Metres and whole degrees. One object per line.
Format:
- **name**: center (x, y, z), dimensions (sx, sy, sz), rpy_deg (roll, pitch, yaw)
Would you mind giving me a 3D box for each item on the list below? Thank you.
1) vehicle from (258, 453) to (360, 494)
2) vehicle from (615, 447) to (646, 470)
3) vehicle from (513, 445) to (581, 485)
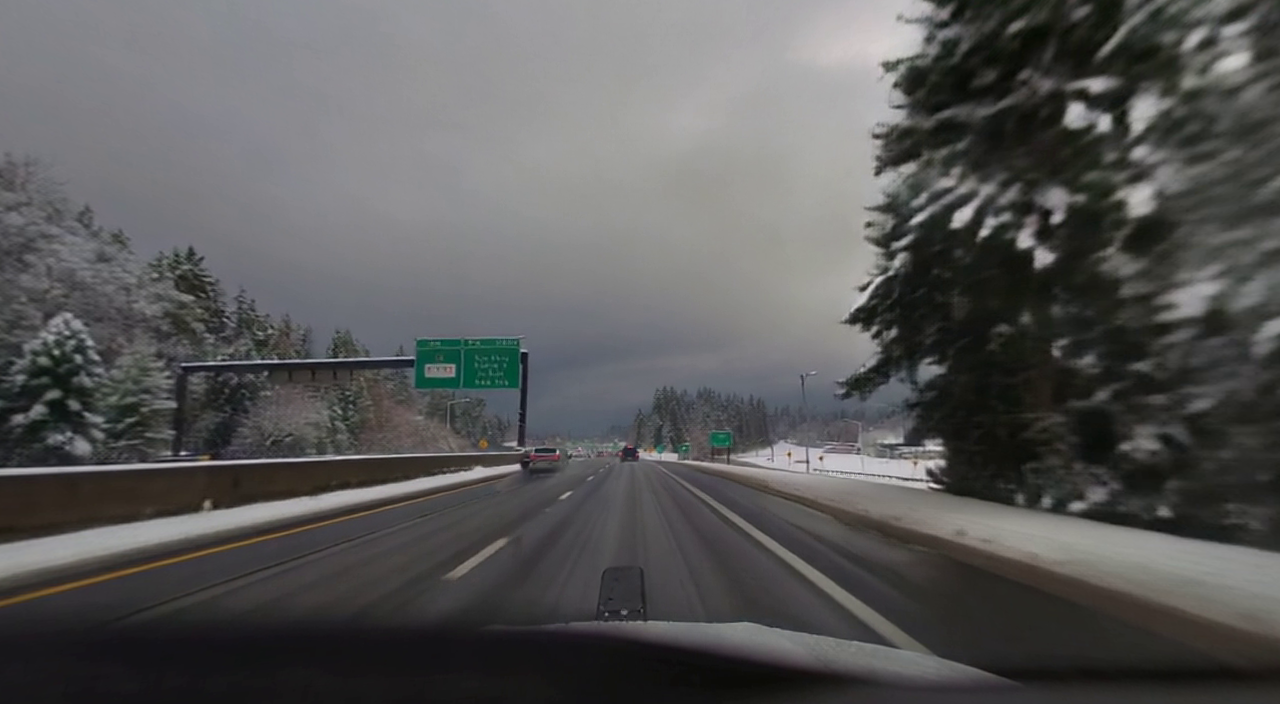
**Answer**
- **vehicle**: center (-13.550, 4.958, 26.132), dimensions (1.939, 1.475, 4.365), rpy_deg (0, -8, -1)
- **vehicle**: center (-0.711, 7.537, 44.809), dimensions (2.100, 1.471, 3.956), rpy_deg (0, -8, -1)
- **vehicle**: center (-3.744, 4.625, 26.261), dimensions (2.067, 1.509, 4.551), rpy_deg (0, -8, 1)
